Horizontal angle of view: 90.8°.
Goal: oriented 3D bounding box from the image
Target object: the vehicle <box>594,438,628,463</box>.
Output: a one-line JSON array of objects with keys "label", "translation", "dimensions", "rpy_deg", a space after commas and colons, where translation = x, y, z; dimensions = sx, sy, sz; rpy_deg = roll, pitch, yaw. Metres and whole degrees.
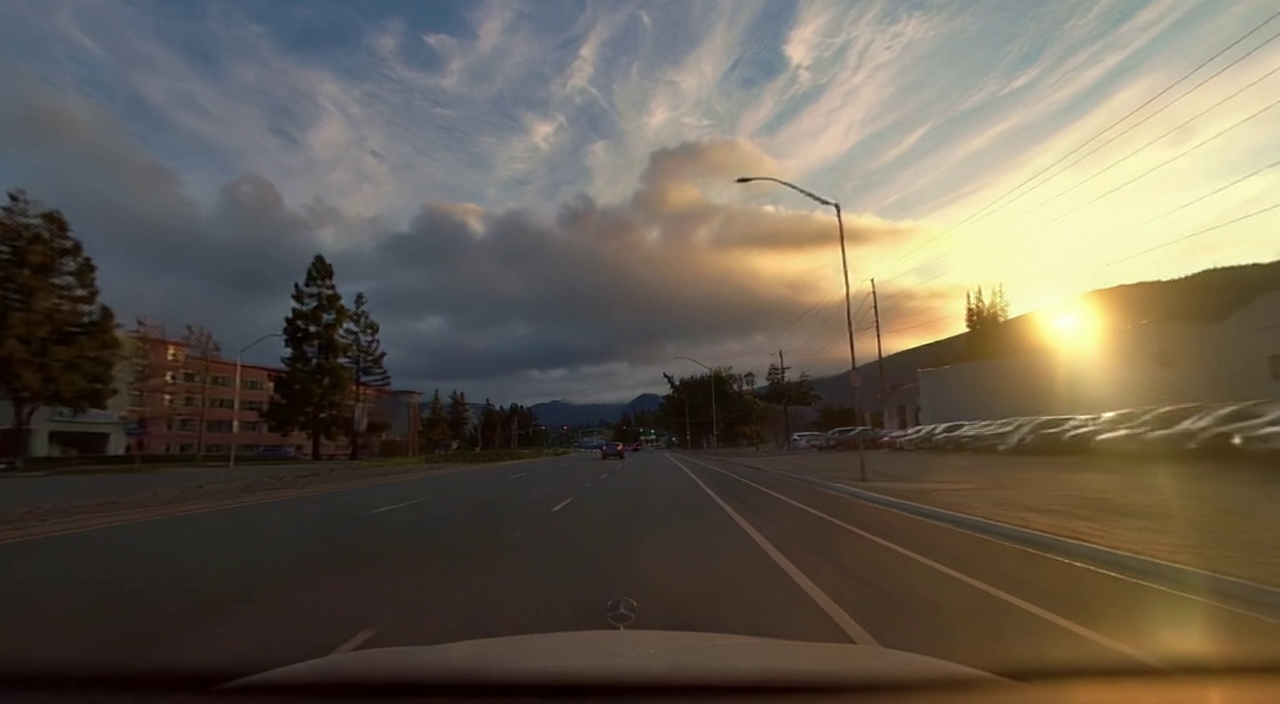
[{"label": "vehicle", "translation": [-2.042, 7.038, 45.216], "dimensions": [2.121, 1.654, 3.993], "rpy_deg": [0, -8, 2]}]
